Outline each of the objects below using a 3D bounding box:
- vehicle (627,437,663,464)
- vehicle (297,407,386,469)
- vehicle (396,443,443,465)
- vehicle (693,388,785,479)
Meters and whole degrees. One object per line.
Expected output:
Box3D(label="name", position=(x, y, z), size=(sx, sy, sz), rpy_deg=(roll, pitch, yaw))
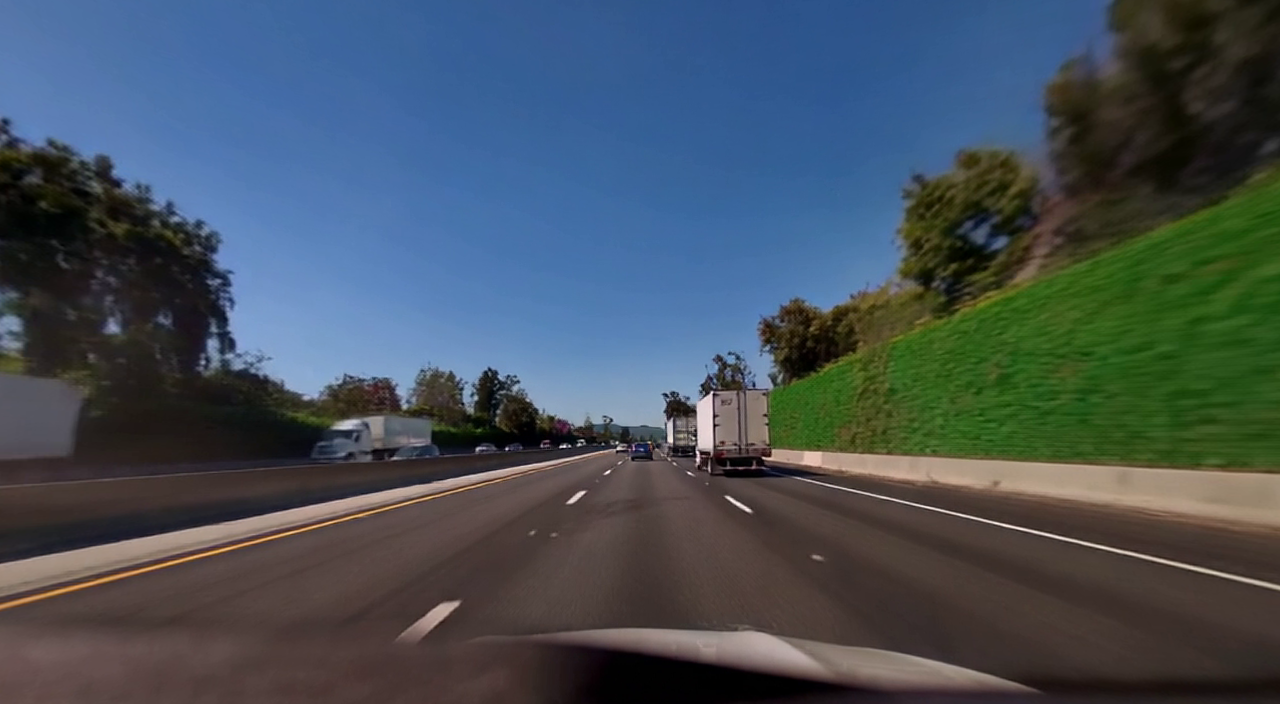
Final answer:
Box3D(label="vehicle", position=(0.328, 6.825, 43.865), size=(2.389, 1.760, 4.473), rpy_deg=(0, -8, 1))
Box3D(label="vehicle", position=(-20.693, 6.018, 44.123), size=(2.952, 3.960, 6.390), rpy_deg=(0, -8, 1))
Box3D(label="vehicle", position=(-16.063, 7.405, 45.984), size=(1.842, 1.480, 4.243), rpy_deg=(0, -8, 1))
Box3D(label="vehicle", position=(4.049, 3.646, 27.766), size=(2.742, 3.383, 8.285), rpy_deg=(0, -8, 1))
